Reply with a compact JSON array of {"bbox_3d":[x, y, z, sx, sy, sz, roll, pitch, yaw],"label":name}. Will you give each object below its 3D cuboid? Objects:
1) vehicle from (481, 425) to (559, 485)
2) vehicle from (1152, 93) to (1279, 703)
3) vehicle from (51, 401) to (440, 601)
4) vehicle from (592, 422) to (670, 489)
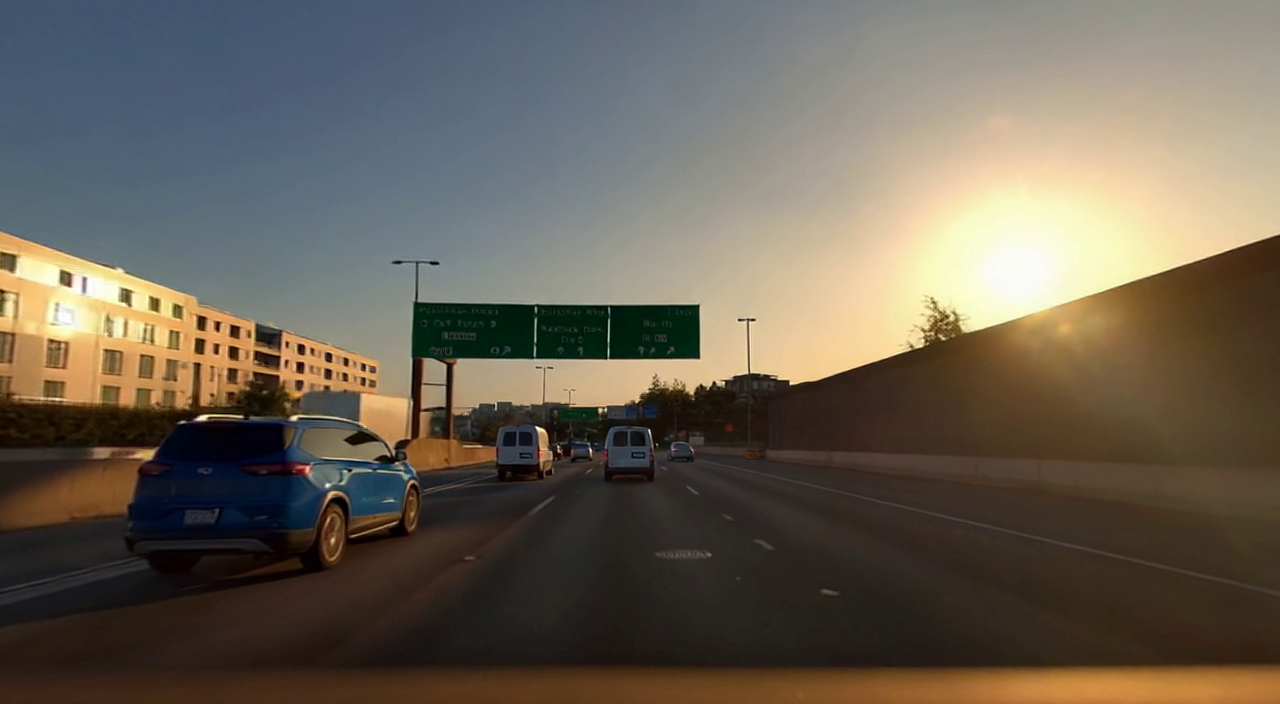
[{"bbox_3d":[-4.216,3.683,22.793,2.038,1.936,4.300,0,-8,-1],"label":"vehicle"},{"bbox_3d":[3.896,-0.087,0.232,2.427,2.652,5.769,-1,-8,0],"label":"vehicle"},{"bbox_3d":[-4.124,1.595,7.698,1.972,1.703,4.333,0,-8,-1],"label":"vehicle"},{"bbox_3d":[-0.342,3.367,20.821,2.304,1.925,4.282,0,-8,-2],"label":"vehicle"}]
